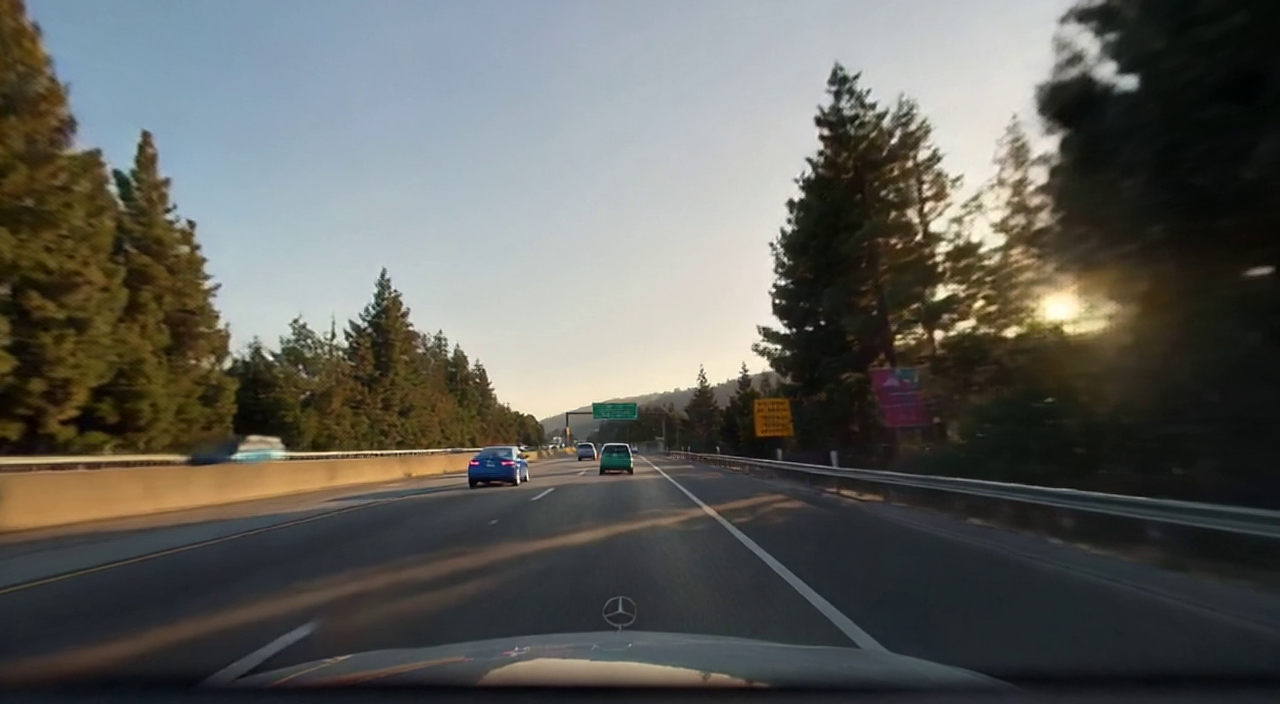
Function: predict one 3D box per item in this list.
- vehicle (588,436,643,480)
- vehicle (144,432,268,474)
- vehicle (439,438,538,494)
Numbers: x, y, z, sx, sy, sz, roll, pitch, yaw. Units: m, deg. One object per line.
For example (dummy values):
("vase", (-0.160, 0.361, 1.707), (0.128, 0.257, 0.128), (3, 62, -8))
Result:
("vehicle", (-1.035, 4.573, 27.253), (2.220, 1.711, 4.056), (0, -9, -1))
("vehicle", (-18.378, 4.317, 26.892), (1.993, 1.634, 4.730), (0, -9, -1))
("vehicle", (-4.835, 3.707, 20.761), (2.103, 1.588, 4.709), (-1, -9, 0))
